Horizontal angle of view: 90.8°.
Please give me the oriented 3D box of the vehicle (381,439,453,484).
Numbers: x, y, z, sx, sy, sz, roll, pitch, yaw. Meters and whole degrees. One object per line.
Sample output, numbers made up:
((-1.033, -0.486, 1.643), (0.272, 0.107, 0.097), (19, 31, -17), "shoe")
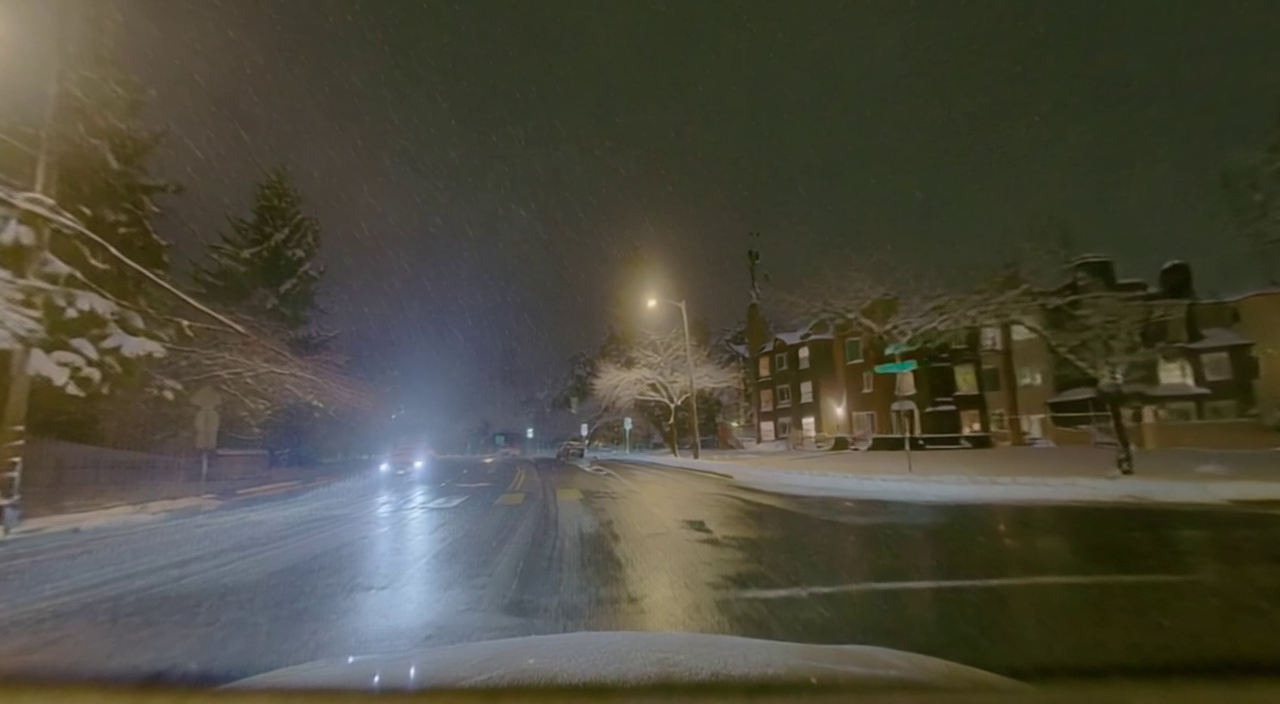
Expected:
((-9.950, 4.902, 28.584), (2.247, 1.801, 4.672), (1, -9, -9), "vehicle")
